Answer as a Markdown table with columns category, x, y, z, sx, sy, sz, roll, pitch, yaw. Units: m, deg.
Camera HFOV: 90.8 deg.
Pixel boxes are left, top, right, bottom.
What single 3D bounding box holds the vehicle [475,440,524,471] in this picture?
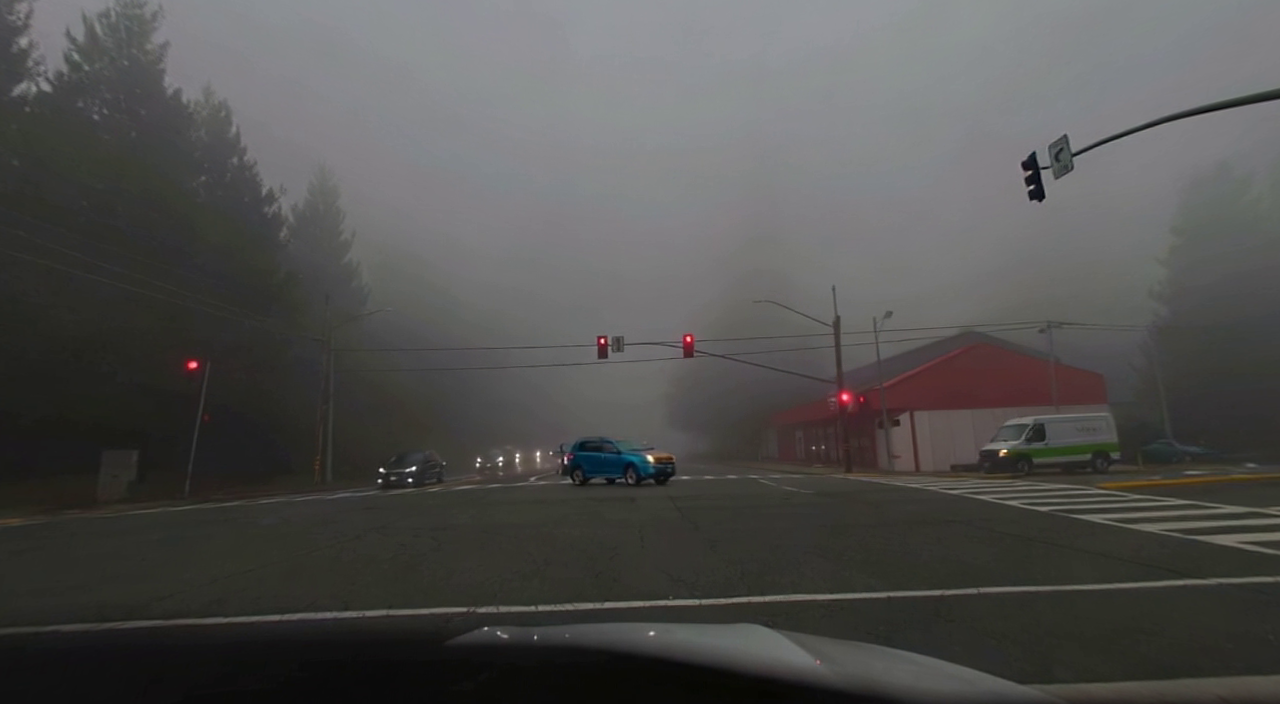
| category | x | y | z | sx | sy | sz | roll | pitch | yaw |
| --- | --- | --- | --- | --- | --- | --- | --- | --- | --- |
| vehicle | -8.540 | 6.326 | 38.775 | 2.087 | 1.718 | 4.700 | 0 | -9 | -2 |

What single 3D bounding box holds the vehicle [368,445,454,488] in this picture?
| category | x | y | z | sx | sy | sz | roll | pitch | yaw |
| --- | --- | --- | --- | --- | --- | --- | --- | --- | --- |
| vehicle | -8.459 | 4.236 | 23.769 | 1.779 | 1.460 | 4.463 | 0 | -9 | -4 |

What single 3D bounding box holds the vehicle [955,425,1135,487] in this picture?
| category | x | y | z | sx | sy | sz | roll | pitch | yaw |
| --- | --- | --- | --- | --- | --- | --- | --- | --- | --- |
| vehicle | 14.813 | 3.778 | 23.134 | 5.910 | 2.046 | 2.228 | 3 | -9 | -20 |

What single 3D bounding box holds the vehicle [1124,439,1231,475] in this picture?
| category | x | y | z | sx | sy | sz | roll | pitch | yaw |
| --- | --- | --- | --- | --- | --- | --- | --- | --- | --- |
| vehicle | 26.600 | 5.162 | 31.285 | 4.537 | 1.665 | 2.049 | 3 | -9 | -22 |

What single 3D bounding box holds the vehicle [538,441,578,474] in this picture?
| category | x | y | z | sx | sy | sz | roll | pitch | yaw |
| --- | --- | --- | --- | --- | --- | --- | --- | --- | --- |
| vehicle | -4.404 | 5.680 | 34.373 | 1.975 | 1.642 | 4.846 | 1 | -9 | -6 |

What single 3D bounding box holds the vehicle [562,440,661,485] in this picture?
| category | x | y | z | sx | sy | sz | roll | pitch | yaw |
| --- | --- | --- | --- | --- | --- | --- | --- | --- | --- |
| vehicle | -1.194 | 4.076 | 23.634 | 1.935 | 1.464 | 4.562 | 4 | -10 | -27 |
